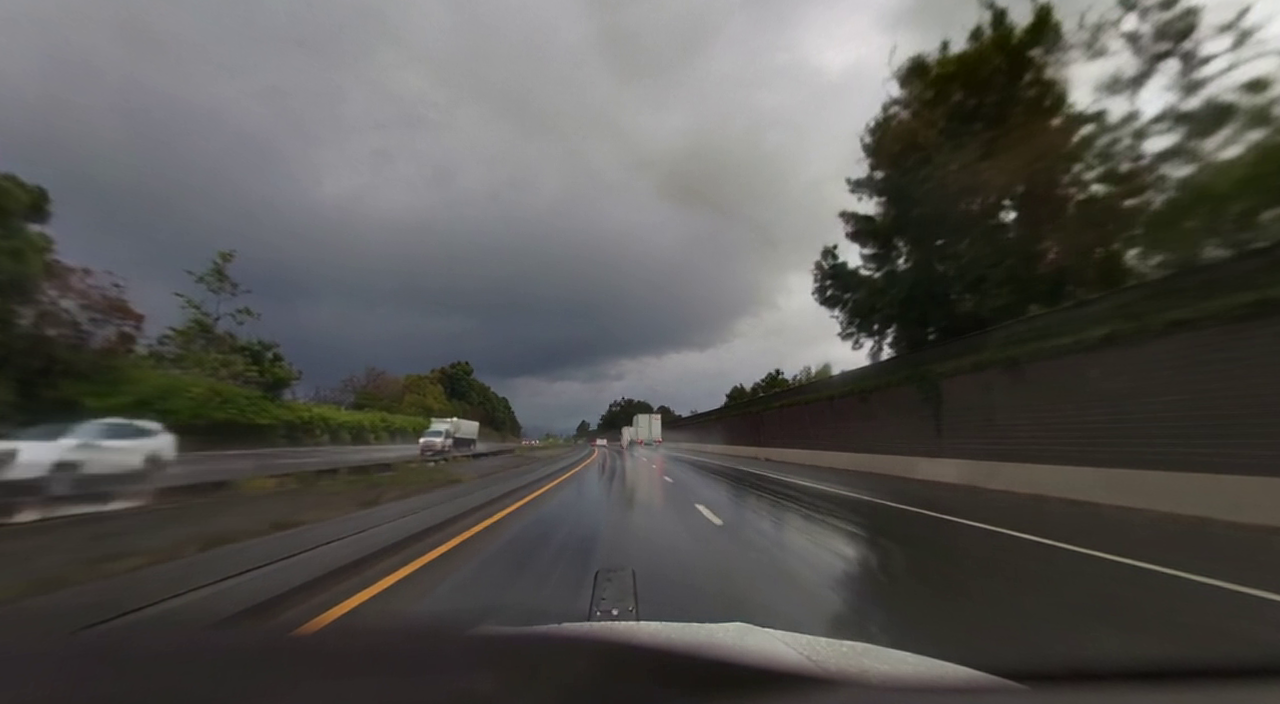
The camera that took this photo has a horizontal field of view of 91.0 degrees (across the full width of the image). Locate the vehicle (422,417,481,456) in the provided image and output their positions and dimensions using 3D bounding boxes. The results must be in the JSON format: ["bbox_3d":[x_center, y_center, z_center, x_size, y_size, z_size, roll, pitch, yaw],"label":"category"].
[{"bbox_3d":[-14.472,6.562,48.863,2.675,2.788,6.642,0,-8,-1],"label":"vehicle"}]

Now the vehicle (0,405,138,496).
[{"bbox_3d":[-12.889,1.986,12.722,1.927,1.660,4.333,0,-8,-1],"label":"vehicle"}]

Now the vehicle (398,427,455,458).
[{"bbox_3d":[-14.091,6.018,41.806,2.281,1.942,4.778,0,-8,-3],"label":"vehicle"}]
